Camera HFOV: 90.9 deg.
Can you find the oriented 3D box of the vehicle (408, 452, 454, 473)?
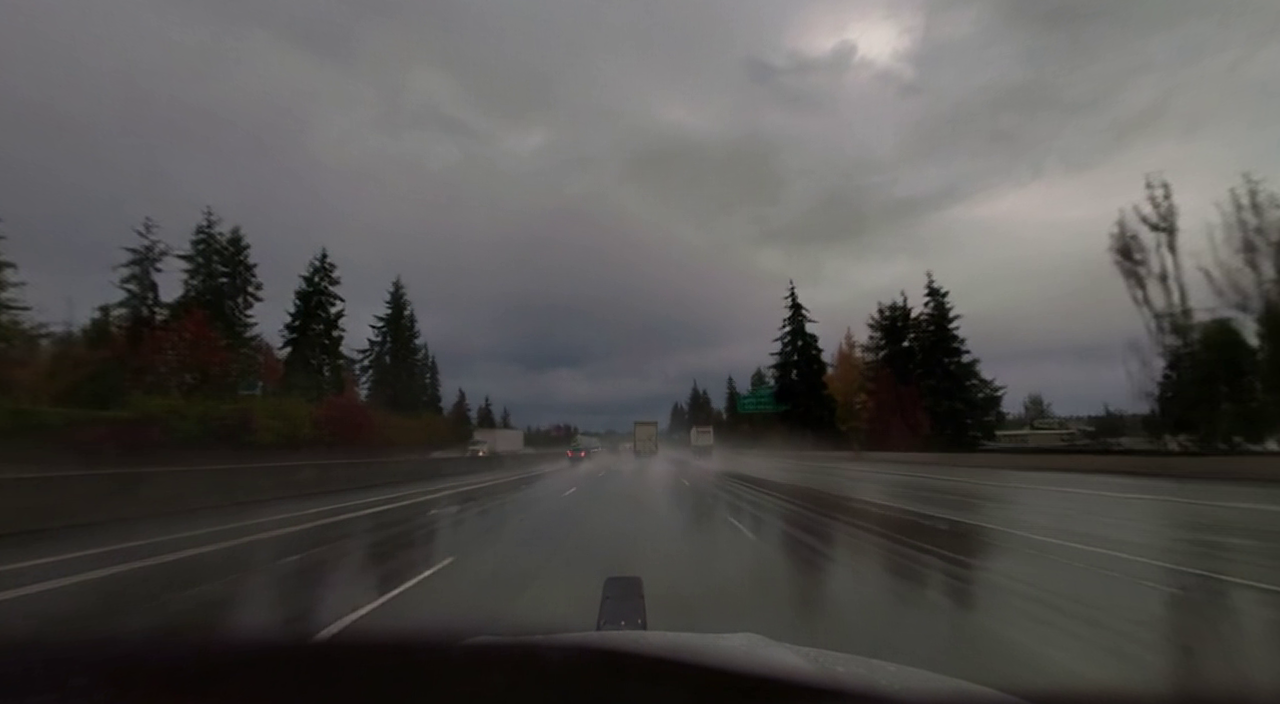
[{"bbox_3d":[-15.907,8.409,48.262,1.845,1.469,4.318,-1,-8,3],"label":"vehicle"}]
